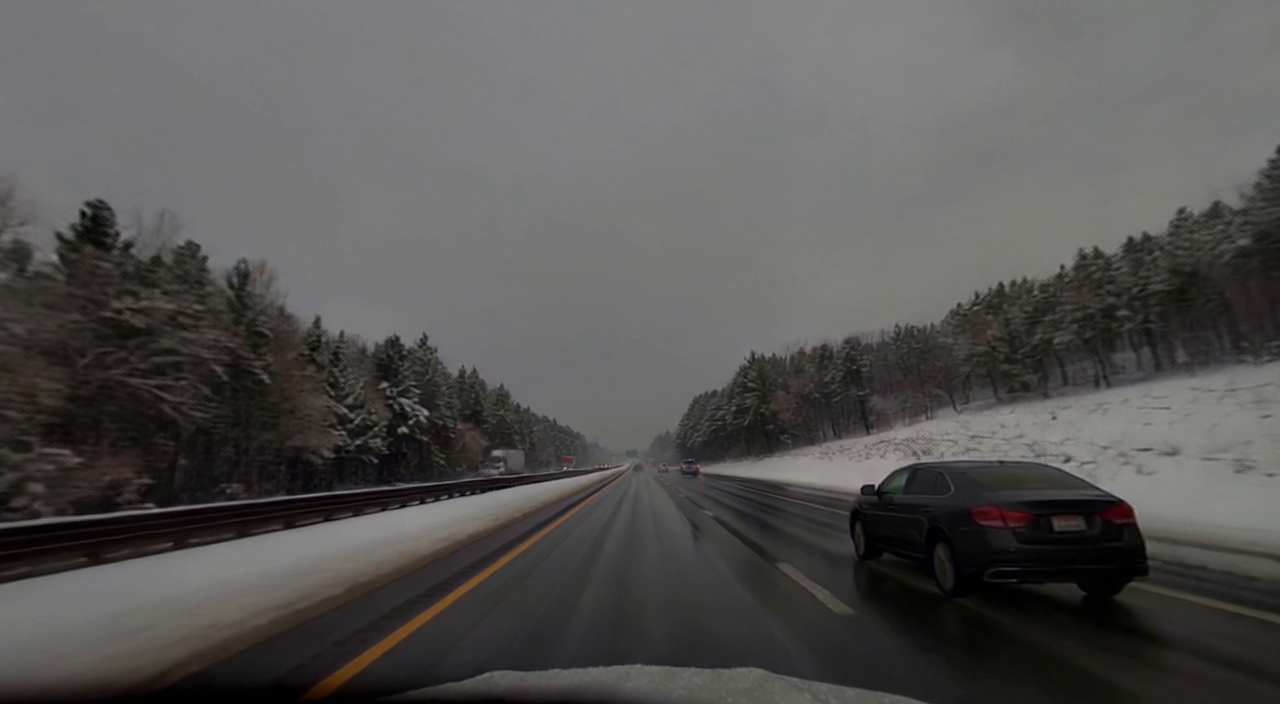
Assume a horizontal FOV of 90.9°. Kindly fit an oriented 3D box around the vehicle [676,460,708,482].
[{"bbox_3d":[3.943,9.136,48.329,2.156,1.569,3.821,1,-10,-1],"label":"vehicle"}]

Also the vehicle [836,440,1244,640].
[{"bbox_3d":[3.703,1.812,6.889,1.825,1.494,3.959,1,-10,0],"label":"vehicle"}]
